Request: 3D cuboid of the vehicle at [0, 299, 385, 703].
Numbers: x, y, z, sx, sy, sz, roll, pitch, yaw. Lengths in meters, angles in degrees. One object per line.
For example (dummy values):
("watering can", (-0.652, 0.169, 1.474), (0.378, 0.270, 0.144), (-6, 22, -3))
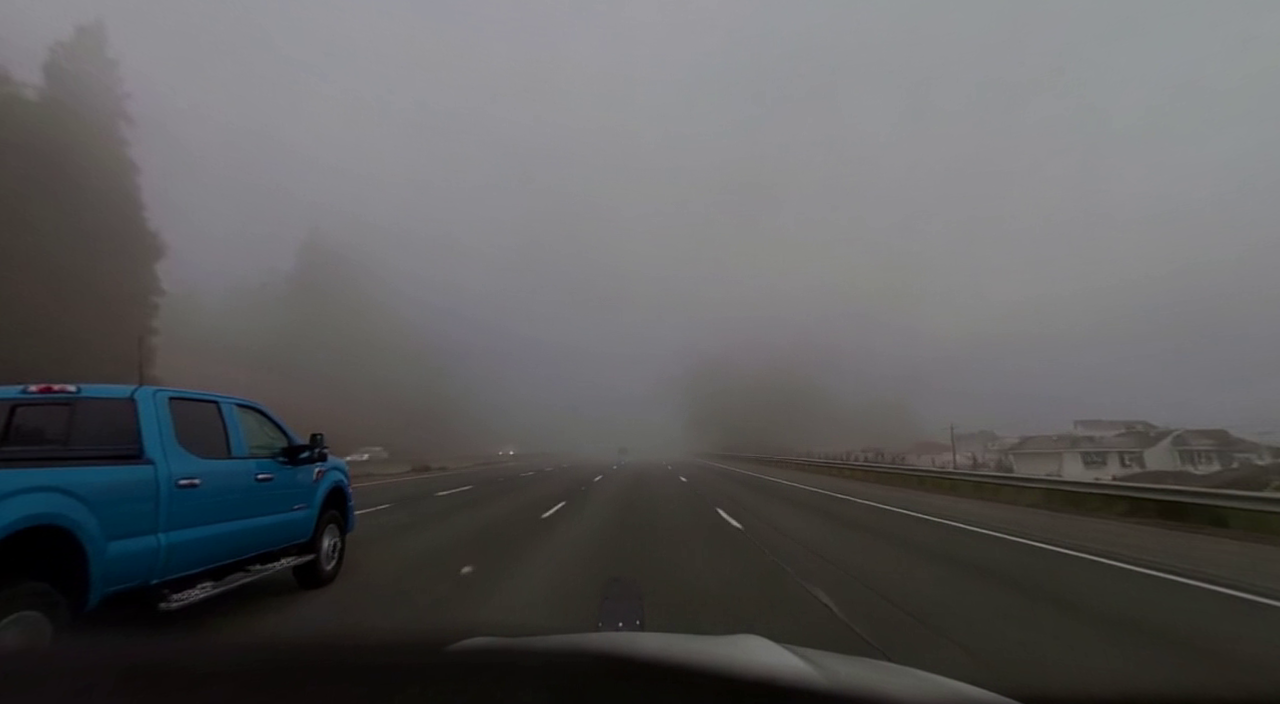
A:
("vehicle", (-3.505, 0.844, 3.184), (2.202, 1.836, 5.009), (0, -9, 1))
